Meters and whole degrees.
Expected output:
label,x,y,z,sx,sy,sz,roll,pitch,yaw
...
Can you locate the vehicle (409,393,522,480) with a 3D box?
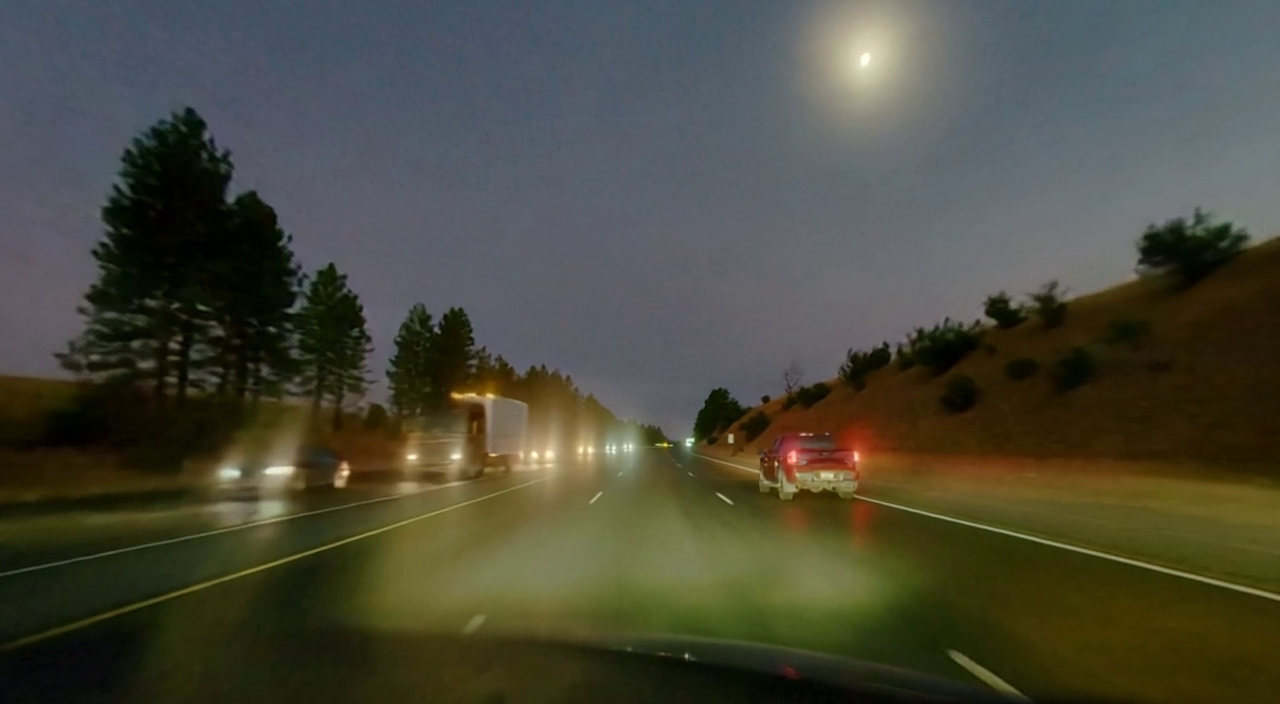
label,x,y,z,sx,sy,sz,roll,pitch,yaw
vehicle,-8.804,4.537,33.369,2.929,3.915,9.419,-1,-8,2
